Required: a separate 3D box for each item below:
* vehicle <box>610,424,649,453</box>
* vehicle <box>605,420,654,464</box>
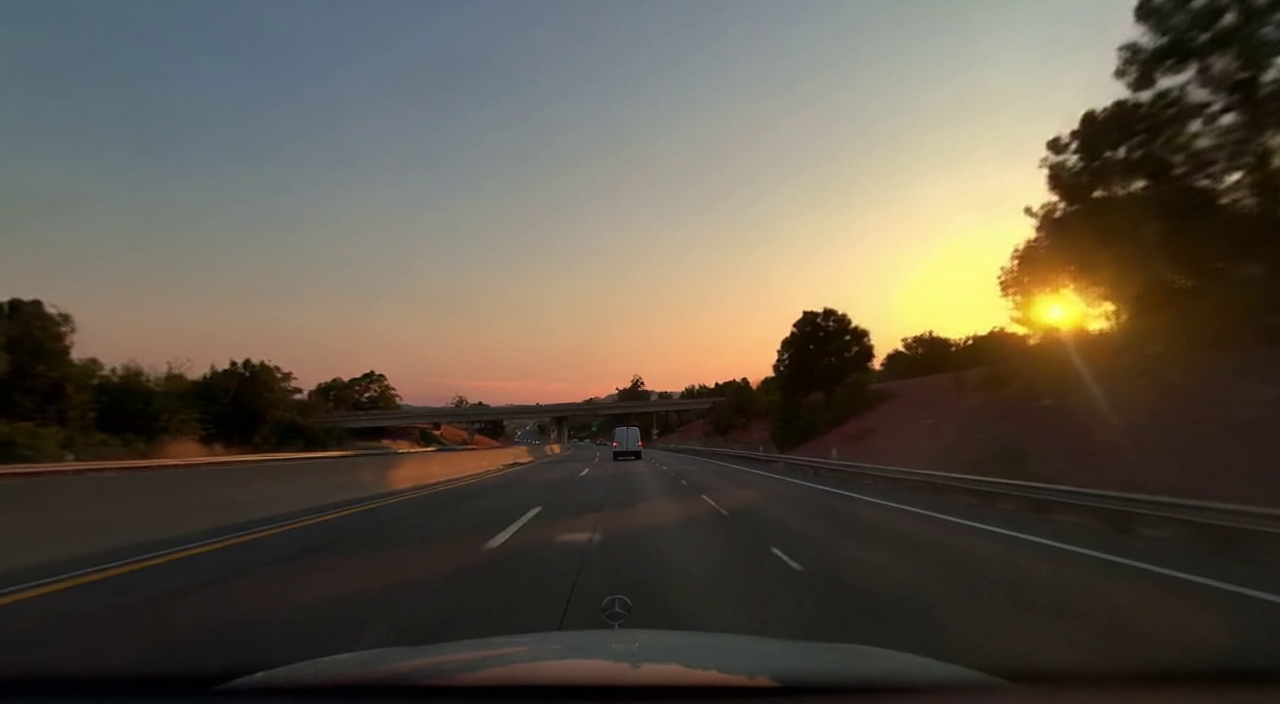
[{"bbox_3d":[-0.700,5.325,38.720,2.157,1.647,4.524,0,-8,-4],"label":"vehicle"},{"bbox_3d":[-0.726,5.714,39.959,2.805,2.528,7.246,0,-8,-2],"label":"vehicle"}]
